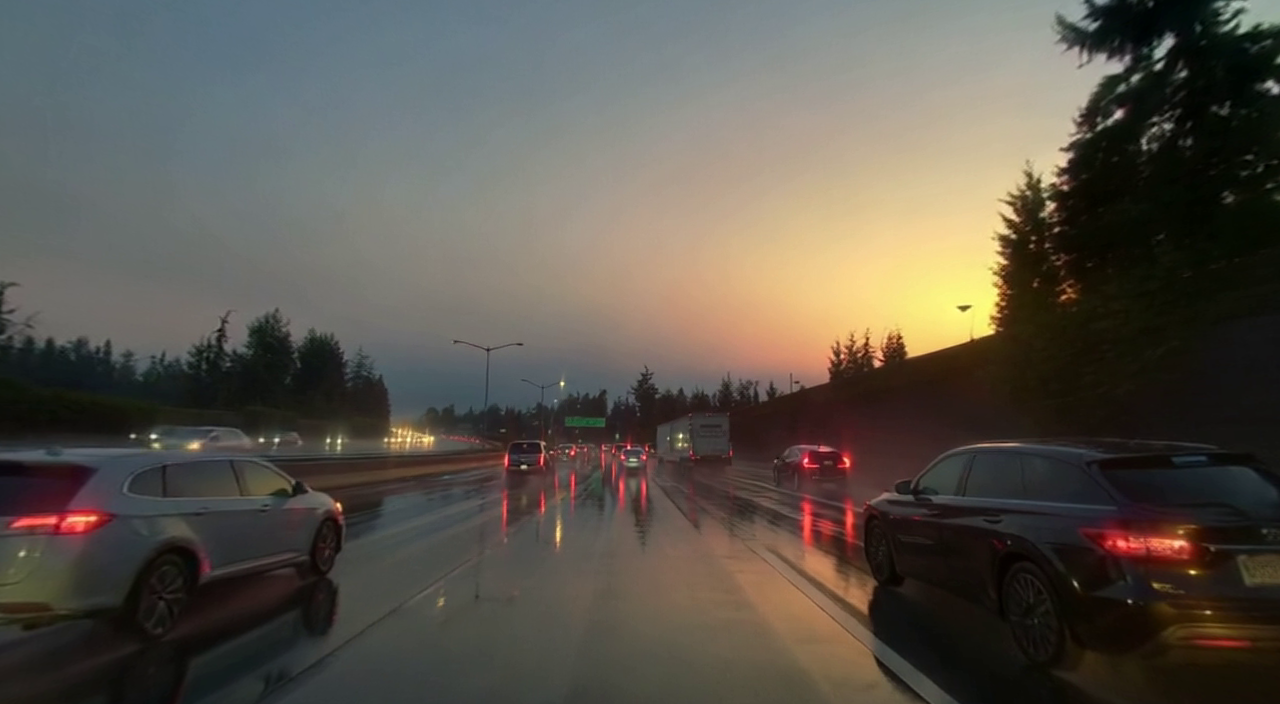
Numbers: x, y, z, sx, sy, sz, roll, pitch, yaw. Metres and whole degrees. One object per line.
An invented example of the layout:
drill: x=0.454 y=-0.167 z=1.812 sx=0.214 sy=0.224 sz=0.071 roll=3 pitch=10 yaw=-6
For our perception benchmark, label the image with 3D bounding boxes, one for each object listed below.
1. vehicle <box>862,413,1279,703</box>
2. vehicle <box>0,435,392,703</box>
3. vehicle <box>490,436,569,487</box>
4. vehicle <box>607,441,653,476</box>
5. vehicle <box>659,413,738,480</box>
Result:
vehicle: x=3.092 y=1.212 z=3.657 sx=2.031 sy=1.504 sz=4.327 roll=0 pitch=-9 yaw=0
vehicle: x=-4.079 y=1.487 z=5.524 sx=1.947 sy=1.424 sz=4.264 roll=0 pitch=-9 yaw=2
vehicle: x=-4.184 y=4.237 z=24.698 sx=2.176 sy=1.783 sz=4.799 roll=0 pitch=-9 yaw=0
vehicle: x=-0.502 y=5.541 z=32.881 sx=2.235 sy=1.682 sz=4.094 roll=0 pitch=-9 yaw=-1
vehicle: x=3.098 y=5.628 z=37.591 sx=3.426 sy=3.279 sz=12.313 roll=0 pitch=-9 yaw=-1
